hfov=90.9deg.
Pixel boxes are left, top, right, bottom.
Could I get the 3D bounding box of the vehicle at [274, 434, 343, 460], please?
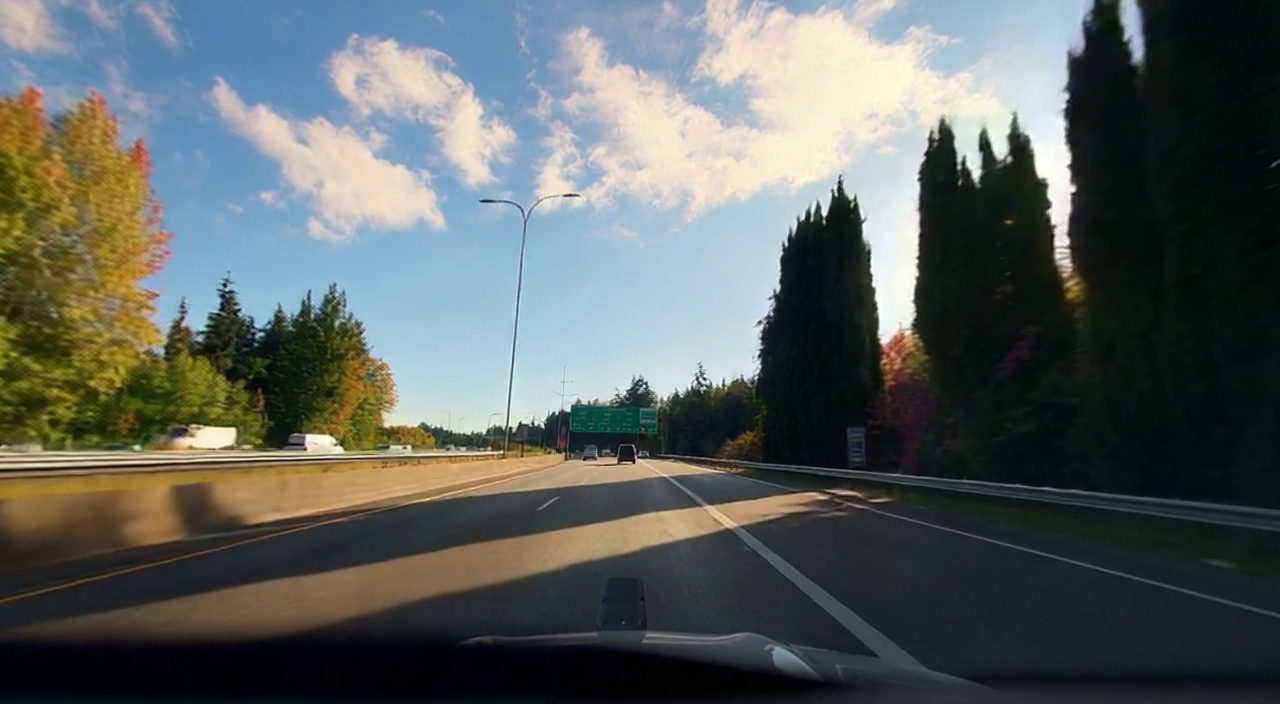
[{"bbox_3d":[-19.616,5.648,37.519,1.901,1.465,4.173,0,-9,-1],"label":"vehicle"}]
